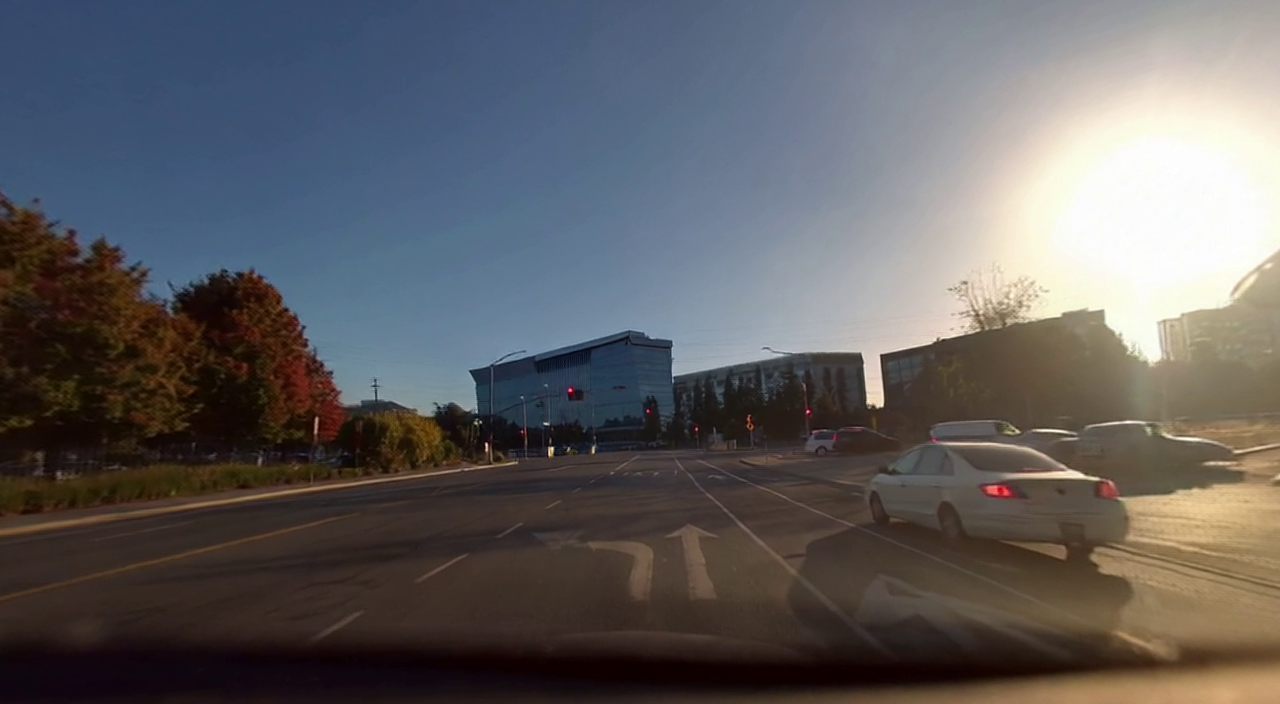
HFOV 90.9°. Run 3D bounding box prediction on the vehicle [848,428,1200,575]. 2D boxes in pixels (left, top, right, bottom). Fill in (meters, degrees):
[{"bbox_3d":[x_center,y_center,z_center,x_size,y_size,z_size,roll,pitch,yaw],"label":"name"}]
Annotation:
[{"bbox_3d":[4.627,1.845,8.707,2.006,1.448,4.671,0,-8,1],"label":"vehicle"}]
